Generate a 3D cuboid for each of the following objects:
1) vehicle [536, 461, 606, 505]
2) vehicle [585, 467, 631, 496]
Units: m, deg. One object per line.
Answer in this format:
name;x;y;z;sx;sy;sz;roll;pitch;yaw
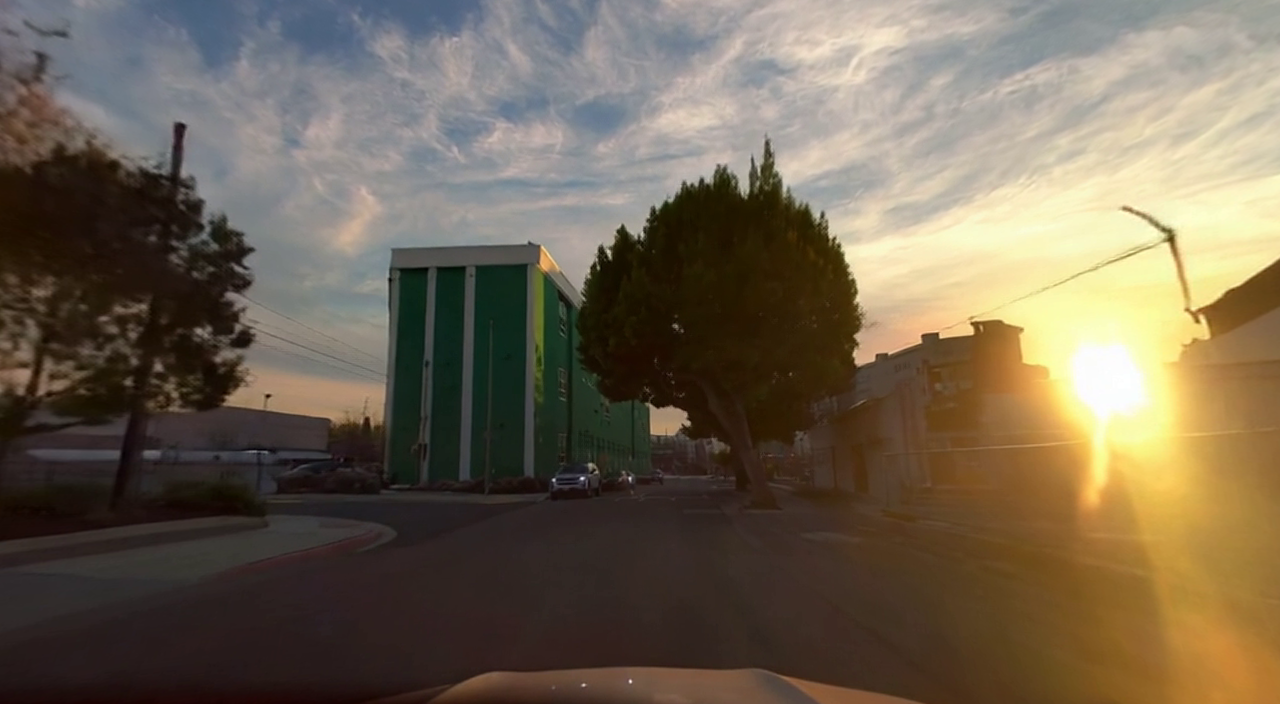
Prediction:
vehicle;-3.002;5.852;28.459;2.022;1.776;4.625;-2;-10;8
vehicle;-1.853;7.682;37.583;1.903;1.542;4.115;-2;-10;9
